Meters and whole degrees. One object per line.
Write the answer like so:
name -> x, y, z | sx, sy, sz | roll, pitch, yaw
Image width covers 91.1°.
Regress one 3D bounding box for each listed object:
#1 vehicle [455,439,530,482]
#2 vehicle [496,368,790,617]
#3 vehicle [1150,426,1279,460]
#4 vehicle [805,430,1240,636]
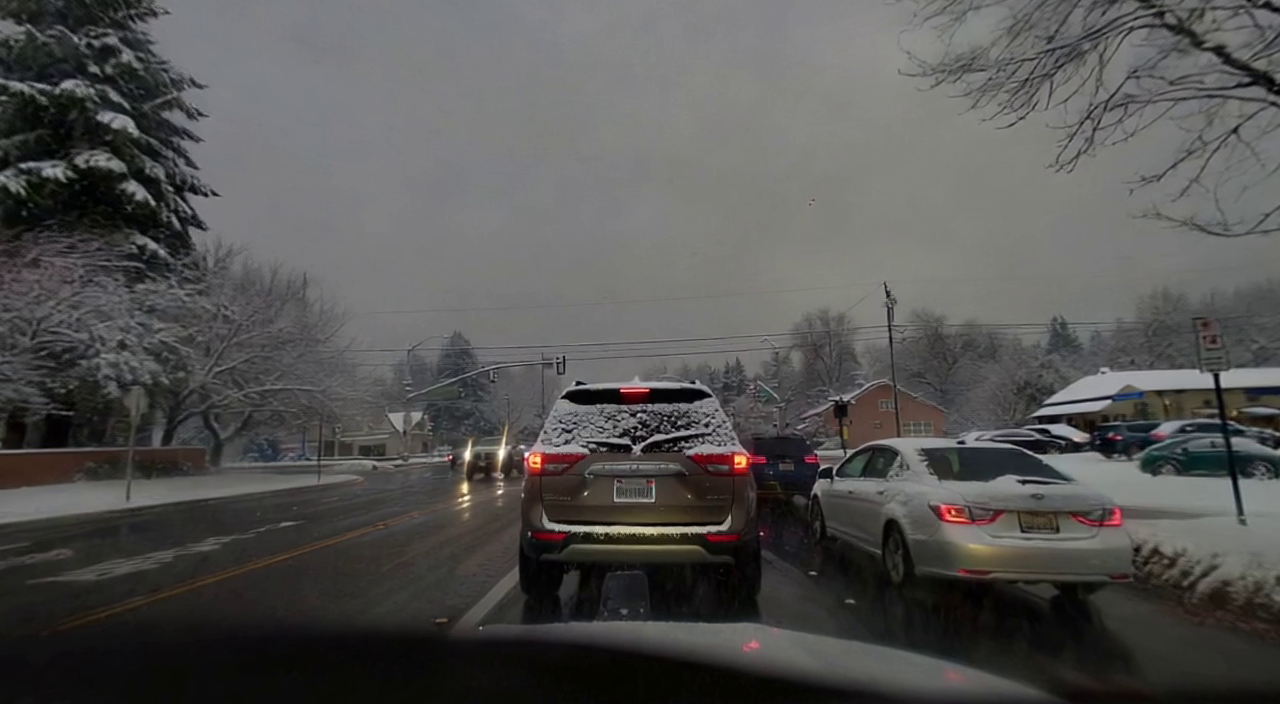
vehicle -> -6.450, 4.780, 28.034 | 2.153, 1.728, 4.753 | 0, -8, 0
vehicle -> -0.035, 1.403, 7.098 | 2.296, 1.947, 4.168 | 0, -8, -2
vehicle -> 25.954, 4.079, 28.184 | 4.420, 1.469, 1.807 | 0, -8, 1
vehicle -> 3.382, 1.649, 6.847 | 1.900, 1.478, 4.425 | 0, -8, -1
